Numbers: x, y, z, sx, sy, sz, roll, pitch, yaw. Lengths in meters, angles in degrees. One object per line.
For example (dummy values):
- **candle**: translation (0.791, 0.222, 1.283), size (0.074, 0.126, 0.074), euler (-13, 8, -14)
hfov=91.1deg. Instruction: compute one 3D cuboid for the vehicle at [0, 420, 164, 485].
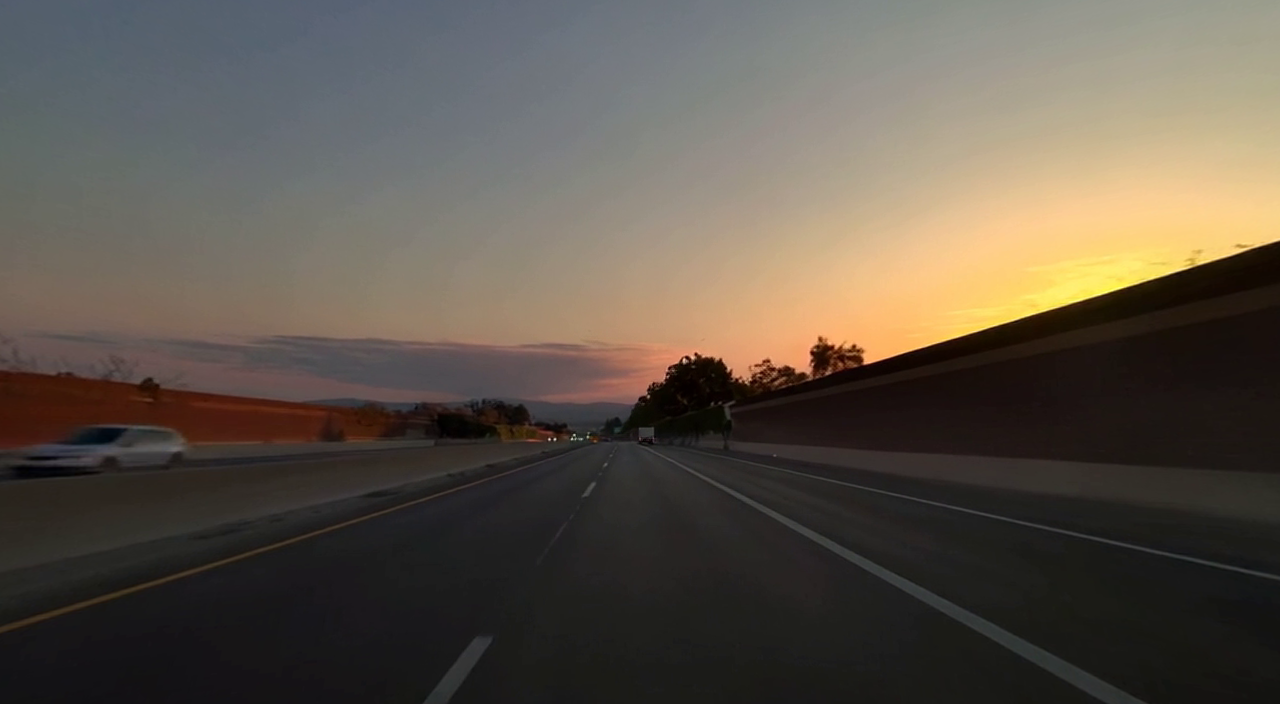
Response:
- **vehicle**: translation (-15.091, 2.591, 16.586), size (1.817, 1.483, 4.157), euler (0, -8, -1)
